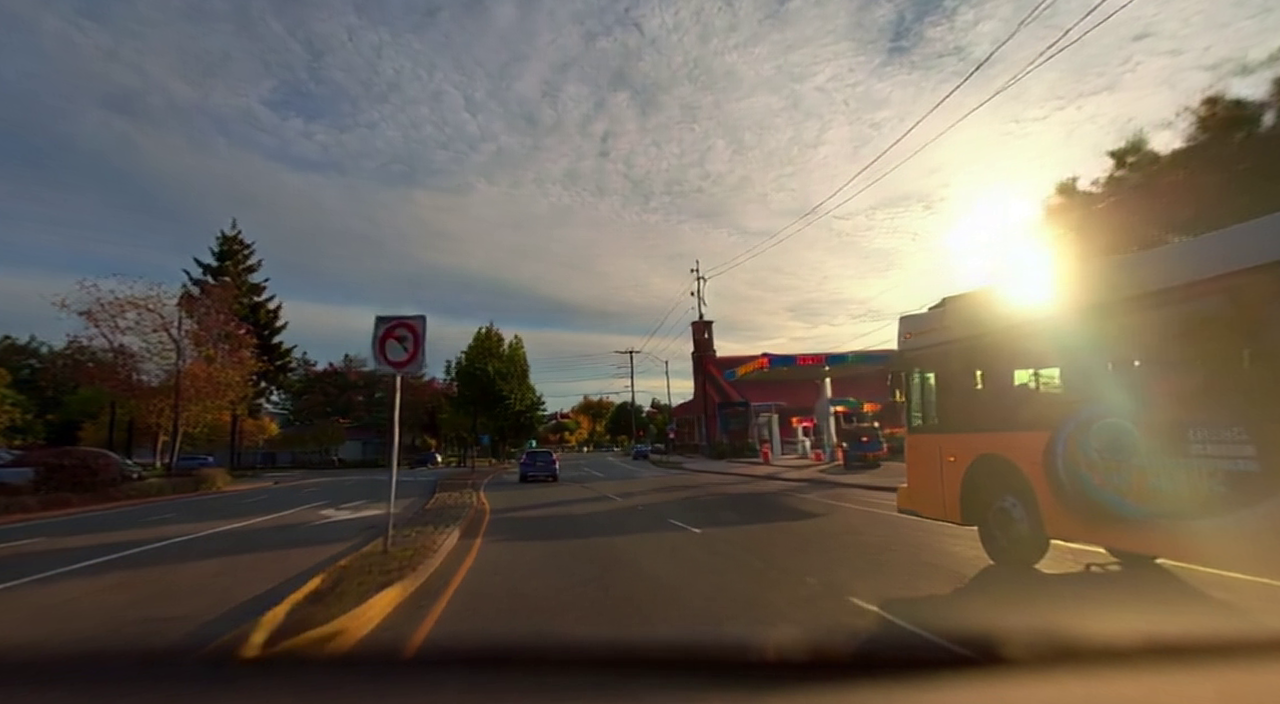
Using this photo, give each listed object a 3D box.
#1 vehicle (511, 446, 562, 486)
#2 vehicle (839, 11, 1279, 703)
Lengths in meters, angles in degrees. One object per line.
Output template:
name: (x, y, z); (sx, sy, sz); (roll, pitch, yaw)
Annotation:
vehicle: (-4.726, 5.060, 28.370); (2.032, 1.621, 4.082); (2, -9, -12)
vehicle: (4.712, -0.116, 2.276); (3.028, 3.353, 12.630); (0, -9, -4)
